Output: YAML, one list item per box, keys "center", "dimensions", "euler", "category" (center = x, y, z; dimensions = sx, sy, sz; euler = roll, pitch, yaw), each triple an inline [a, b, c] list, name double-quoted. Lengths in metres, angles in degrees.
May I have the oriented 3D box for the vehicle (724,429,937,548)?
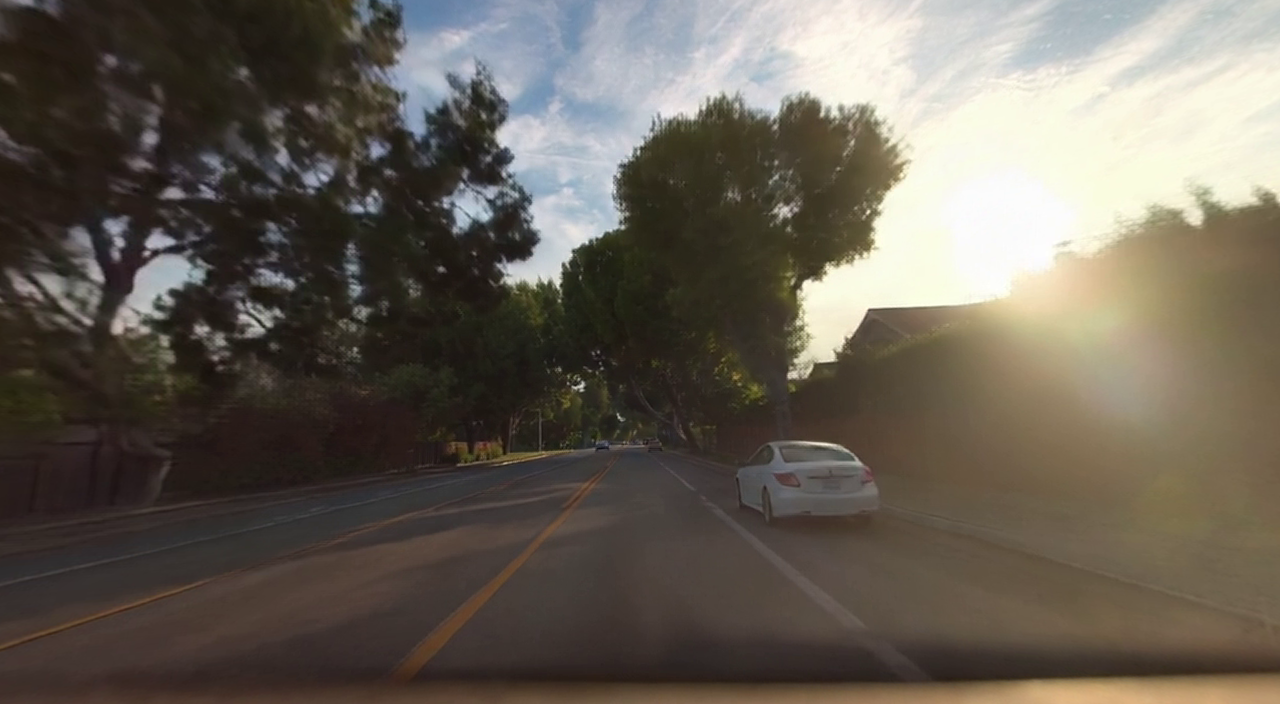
- center: [2.674, 2.021, 10.050]
  dimensions: [1.991, 1.476, 4.153]
  euler: [0, -8, -2]
  category: "vehicle"
